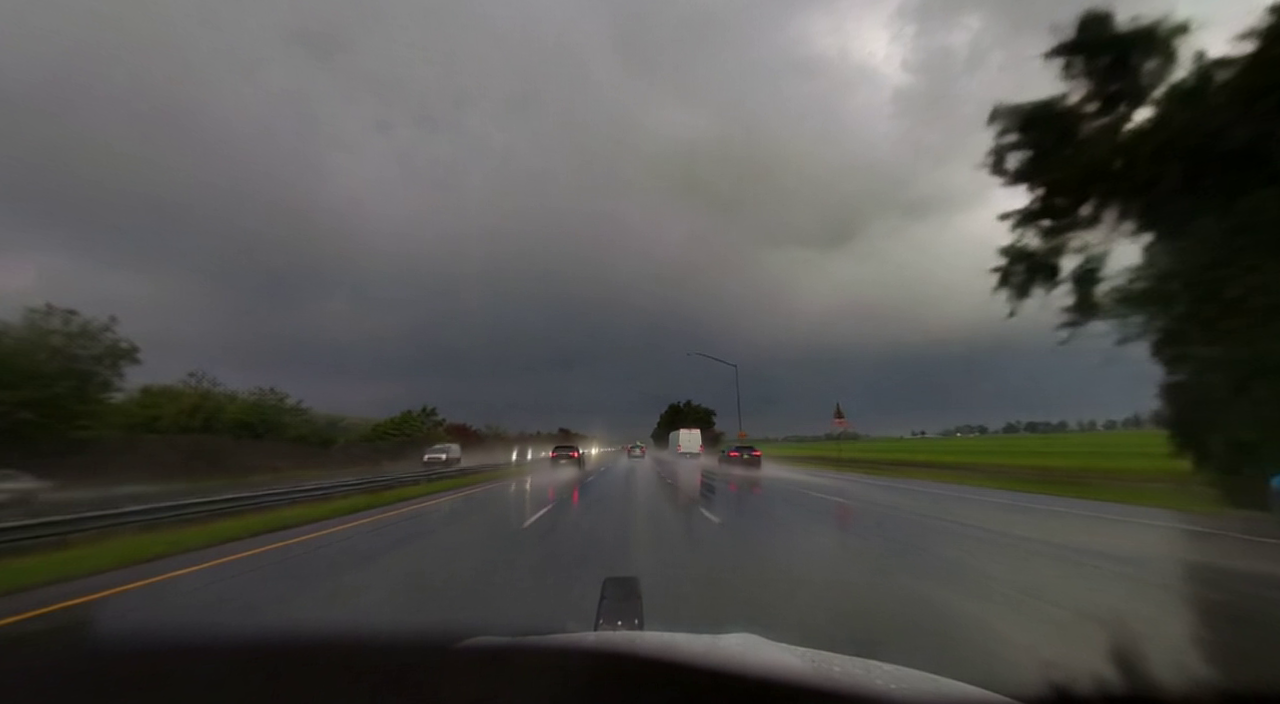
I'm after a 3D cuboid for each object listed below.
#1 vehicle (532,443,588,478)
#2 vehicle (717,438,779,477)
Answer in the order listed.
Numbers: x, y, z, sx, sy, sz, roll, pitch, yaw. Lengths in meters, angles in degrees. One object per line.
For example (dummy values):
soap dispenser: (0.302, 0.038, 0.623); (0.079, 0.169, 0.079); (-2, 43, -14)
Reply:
vehicle: (-3.823, 5.296, 30.910); (2.160, 1.530, 4.500); (0, -9, 0)
vehicle: (4.952, 4.933, 29.629); (2.069, 1.625, 4.832); (0, -9, 0)
